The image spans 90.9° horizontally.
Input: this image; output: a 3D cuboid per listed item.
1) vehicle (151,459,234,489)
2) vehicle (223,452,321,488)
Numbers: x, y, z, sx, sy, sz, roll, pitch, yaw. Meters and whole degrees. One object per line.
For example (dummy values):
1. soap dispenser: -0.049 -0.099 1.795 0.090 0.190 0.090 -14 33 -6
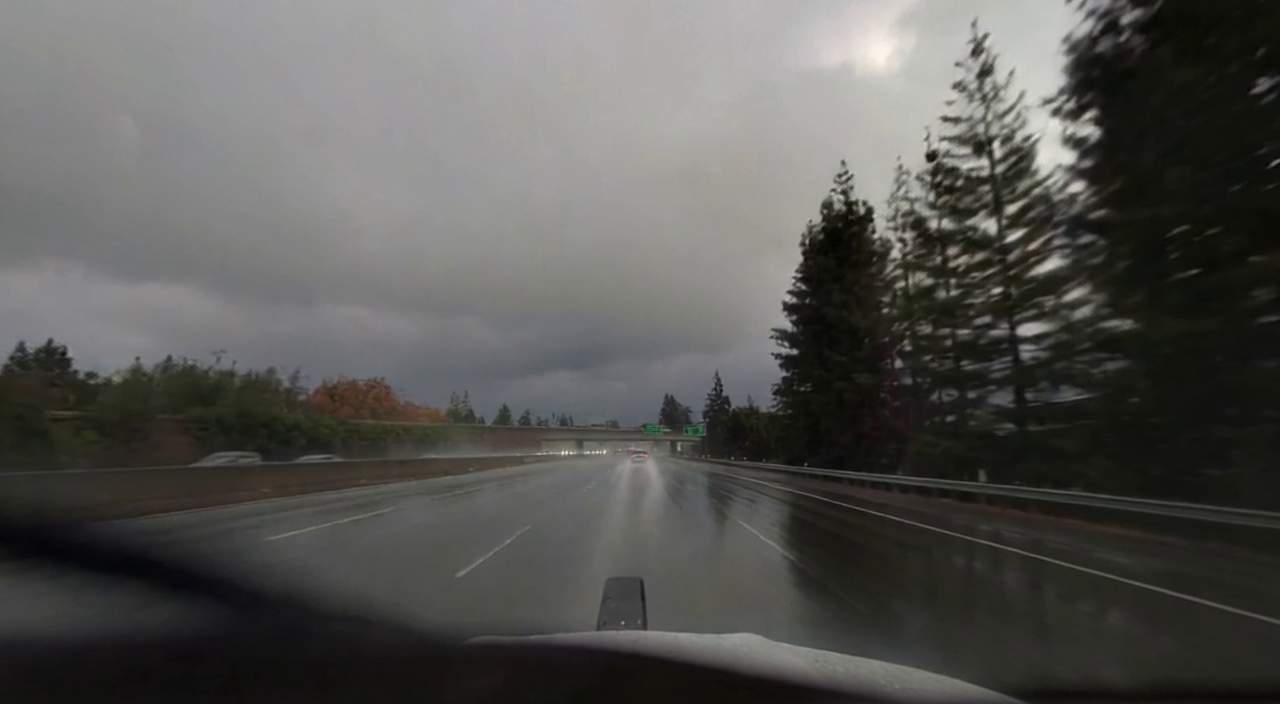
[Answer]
1. vehicle: -23.906 6.514 33.834 1.822 1.424 3.572 0 -9 0
2. vehicle: -15.821 5.073 27.353 1.801 1.433 4.040 0 -9 0
